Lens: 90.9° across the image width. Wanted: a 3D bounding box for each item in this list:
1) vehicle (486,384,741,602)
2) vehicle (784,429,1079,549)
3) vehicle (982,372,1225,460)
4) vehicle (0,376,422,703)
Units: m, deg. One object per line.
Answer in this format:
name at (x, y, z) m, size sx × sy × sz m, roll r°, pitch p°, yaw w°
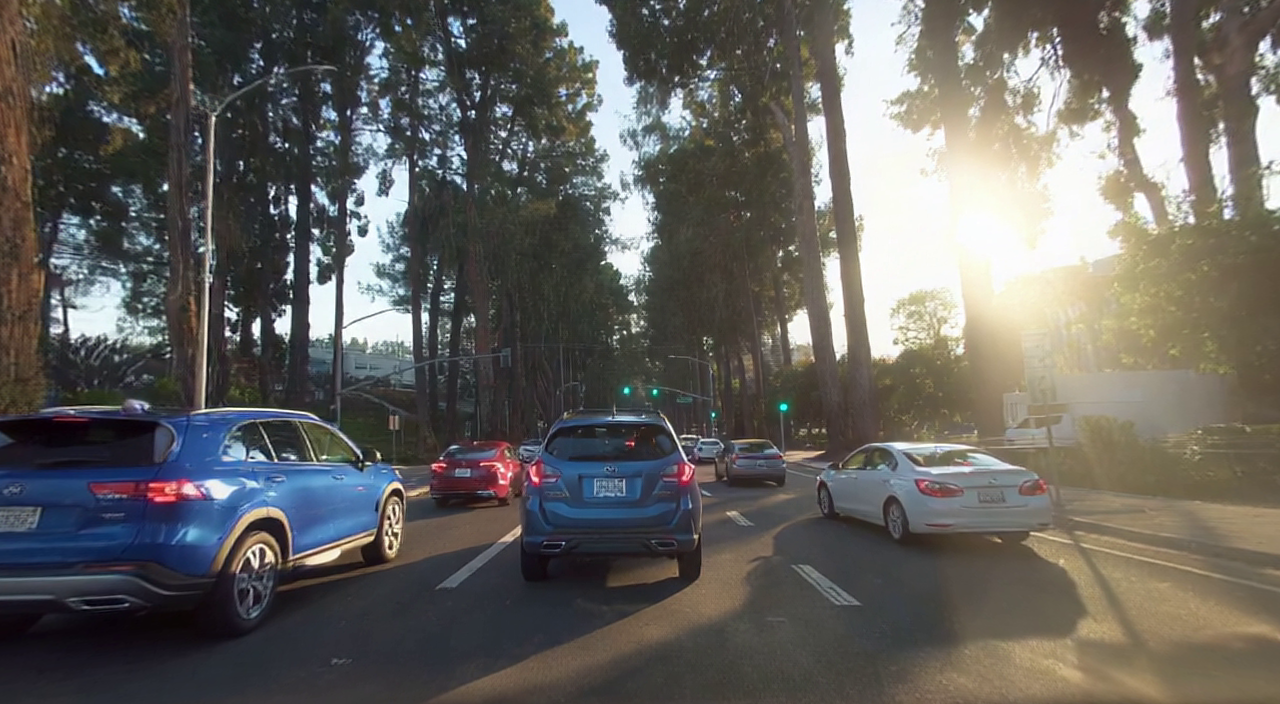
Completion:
vehicle at (-0.219, 1.511, 7.613) m, size 2.132 × 1.816 × 4.471 m, roll 0°, pitch -8°, yaw 0°
vehicle at (4.311, 2.085, 10.424) m, size 2.036 × 1.480 × 4.659 m, roll 1°, pitch -9°, yaw -10°
vehicle at (17.886, 2.540, 24.688) m, size 7.314 × 3.230 × 2.680 m, roll 0°, pitch -8°, yaw -2°
vehicle at (-3.709, 1.293, 5.459) m, size 2.039 × 1.709 × 4.265 m, roll 0°, pitch -8°, yaw 1°
